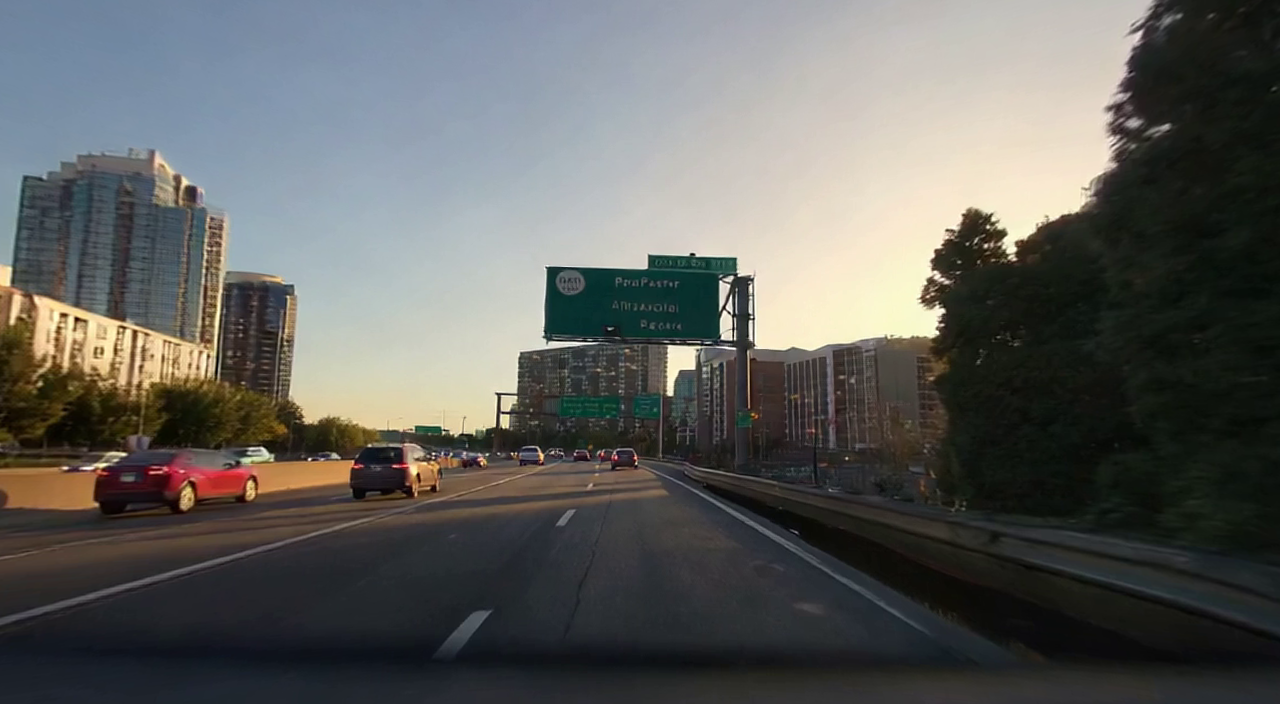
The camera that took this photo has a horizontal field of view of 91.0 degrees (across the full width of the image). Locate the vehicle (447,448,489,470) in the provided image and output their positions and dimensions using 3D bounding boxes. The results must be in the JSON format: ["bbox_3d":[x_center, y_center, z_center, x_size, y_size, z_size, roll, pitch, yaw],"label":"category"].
[{"bbox_3d":[-11.999,7.487,44.185,1.861,1.466,4.233,0,-9,-3],"label":"vehicle"}]

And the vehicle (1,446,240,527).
[{"bbox_3d":[-11.066,2.832,13.874,1.936,1.501,3.900,0,-9,-1],"label":"vehicle"}]

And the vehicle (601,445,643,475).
[{"bbox_3d":[-1.014,5.836,34.352,2.110,1.501,4.319,0,-9,-2],"label":"vehicle"}]

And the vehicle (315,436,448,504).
[{"bbox_3d":[-7.299,3.351,18.347,2.065,1.689,4.399,0,-9,-1],"label":"vehicle"}]
